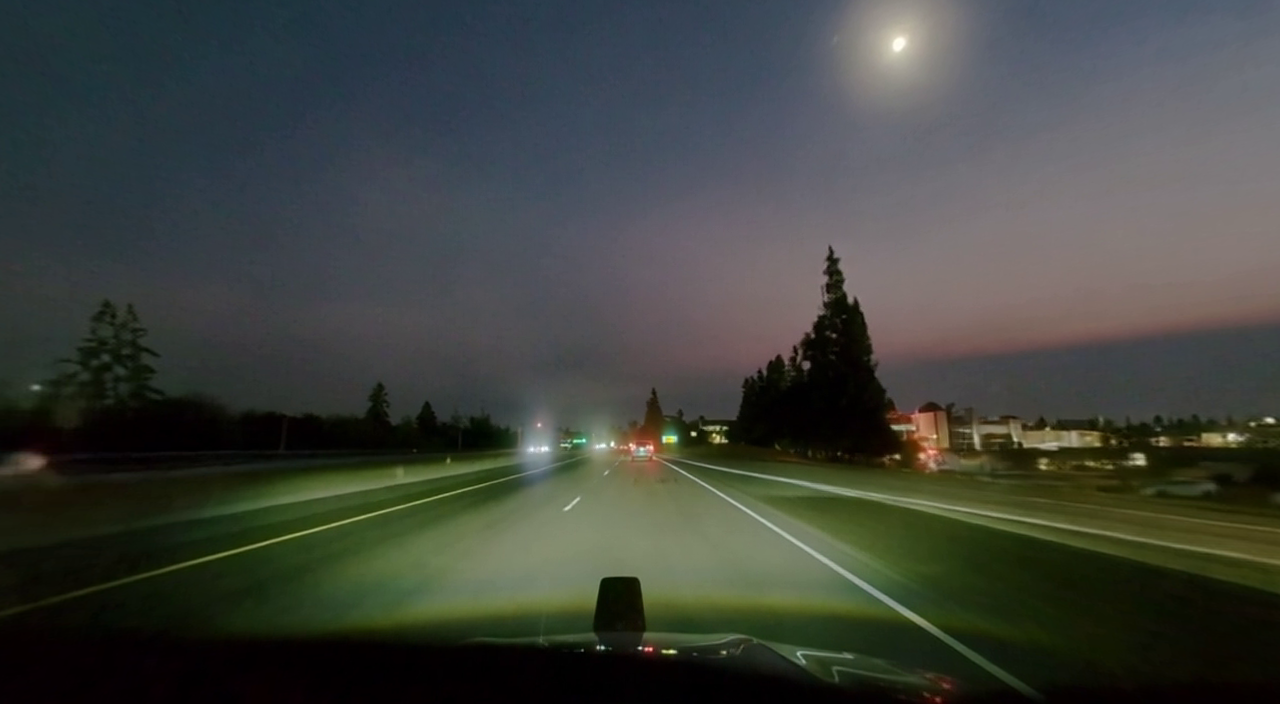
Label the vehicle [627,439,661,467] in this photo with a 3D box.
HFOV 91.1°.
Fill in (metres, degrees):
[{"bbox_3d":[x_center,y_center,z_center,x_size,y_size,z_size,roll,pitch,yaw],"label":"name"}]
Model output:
[{"bbox_3d":[0.179,6.490,40.594,2.029,1.666,4.064,0,-8,-2],"label":"vehicle"}]
